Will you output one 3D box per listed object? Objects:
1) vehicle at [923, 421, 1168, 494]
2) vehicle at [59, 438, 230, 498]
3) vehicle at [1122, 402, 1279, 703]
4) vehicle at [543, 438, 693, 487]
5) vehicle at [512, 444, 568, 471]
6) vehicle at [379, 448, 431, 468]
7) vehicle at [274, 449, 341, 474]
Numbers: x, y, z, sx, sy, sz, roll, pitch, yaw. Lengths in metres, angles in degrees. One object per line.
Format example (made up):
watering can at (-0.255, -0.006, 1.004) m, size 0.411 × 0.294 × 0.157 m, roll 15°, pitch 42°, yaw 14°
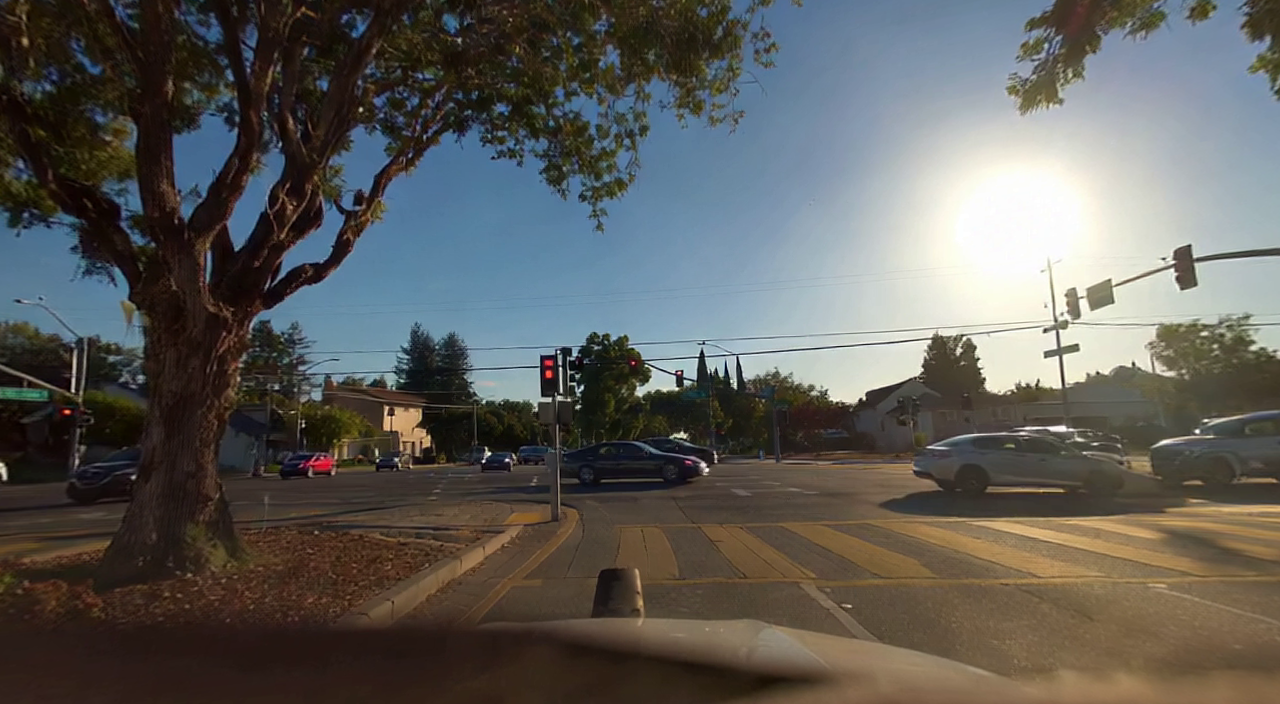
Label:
vehicle at (10.068, 2.661, 16.025) m, size 4.759 × 1.670 × 1.972 m, roll -1°, pitch -9°, yaw 9°
vehicle at (-15.651, 3.646, 20.214) m, size 1.944 × 1.683 × 4.343 m, roll 0°, pitch -8°, yaw -1°
vehicle at (3.093, 0.656, 0.425) m, size 1.990 × 1.454 × 4.490 m, roll 0°, pitch -8°, yaw 1°
vehicle at (-0.794, 3.656, 21.103) m, size 4.719 × 1.449 × 2.026 m, roll -6°, pitch -10°, yaw 34°
vehicle at (-6.010, 6.202, 37.214) m, size 2.006 × 1.515 × 5.017 m, roll 4°, pitch -9°, yaw -24°
vehicle at (-18.516, 8.358, 49.761) m, size 2.203 × 1.471 × 4.723 m, roll 0°, pitch -8°, yaw 1°
vehicle at (-21.781, 7.175, 41.343) m, size 1.853 × 1.456 × 4.531 m, roll 0°, pitch -8°, yaw 0°
